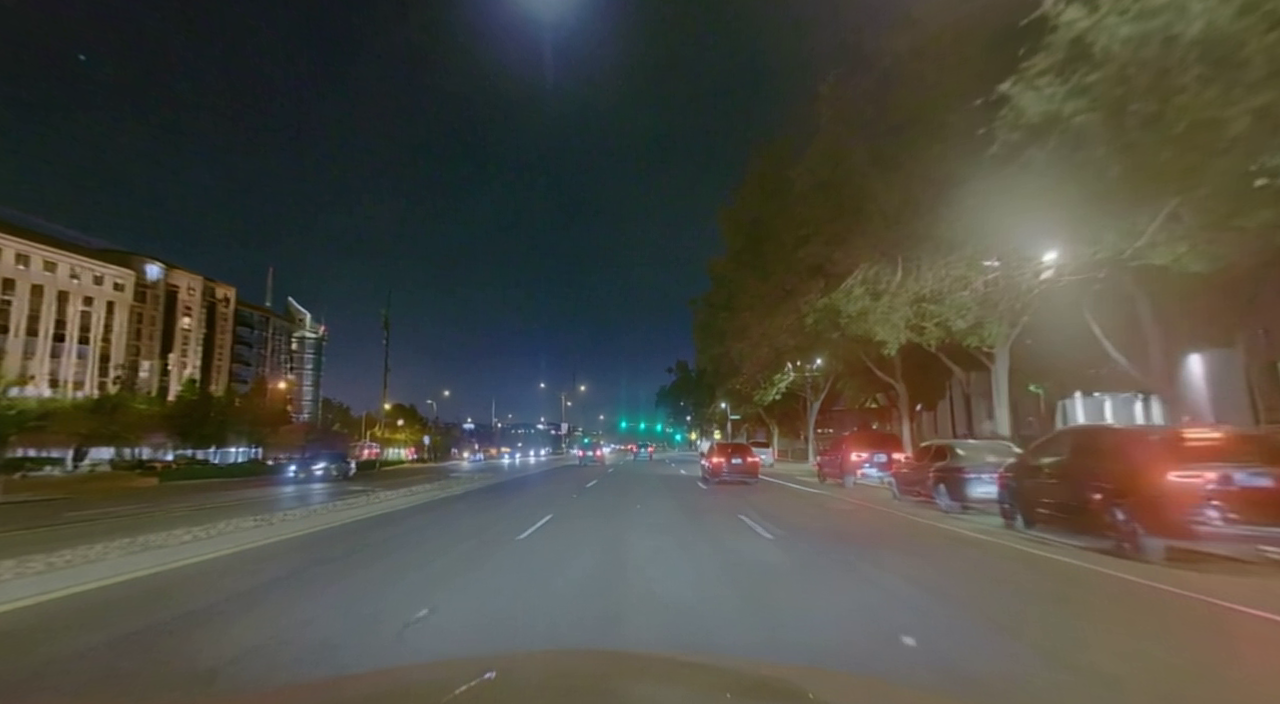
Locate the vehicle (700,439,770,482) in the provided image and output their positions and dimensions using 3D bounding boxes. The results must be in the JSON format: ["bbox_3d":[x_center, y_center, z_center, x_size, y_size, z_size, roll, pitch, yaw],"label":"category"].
[{"bbox_3d":[3.510,4.086,24.132,1.990,1.486,4.431,0,-8,0],"label":"vehicle"}]

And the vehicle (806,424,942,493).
[{"bbox_3d":[7.102,3.310,19.999,2.087,1.823,5.906,0,-8,1],"label":"vehicle"}]

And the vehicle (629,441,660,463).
[{"bbox_3d":[0.343,7.017,44.303,2.101,1.480,3.929,0,-8,1],"label":"vehicle"}]

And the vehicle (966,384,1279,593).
[{"bbox_3d":[6.667,1.595,8.276,2.215,1.909,4.875,0,-8,1],"label":"vehicle"}]

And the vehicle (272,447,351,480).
[{"bbox_3d":[-18.956,6.408,36.602,2.022,1.735,4.695,0,-8,0],"label":"vehicle"}]

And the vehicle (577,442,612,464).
[{"bbox_3d":[-3.104,7.024,44.059,2.082,1.467,4.379,0,-8,1],"label":"vehicle"}]
